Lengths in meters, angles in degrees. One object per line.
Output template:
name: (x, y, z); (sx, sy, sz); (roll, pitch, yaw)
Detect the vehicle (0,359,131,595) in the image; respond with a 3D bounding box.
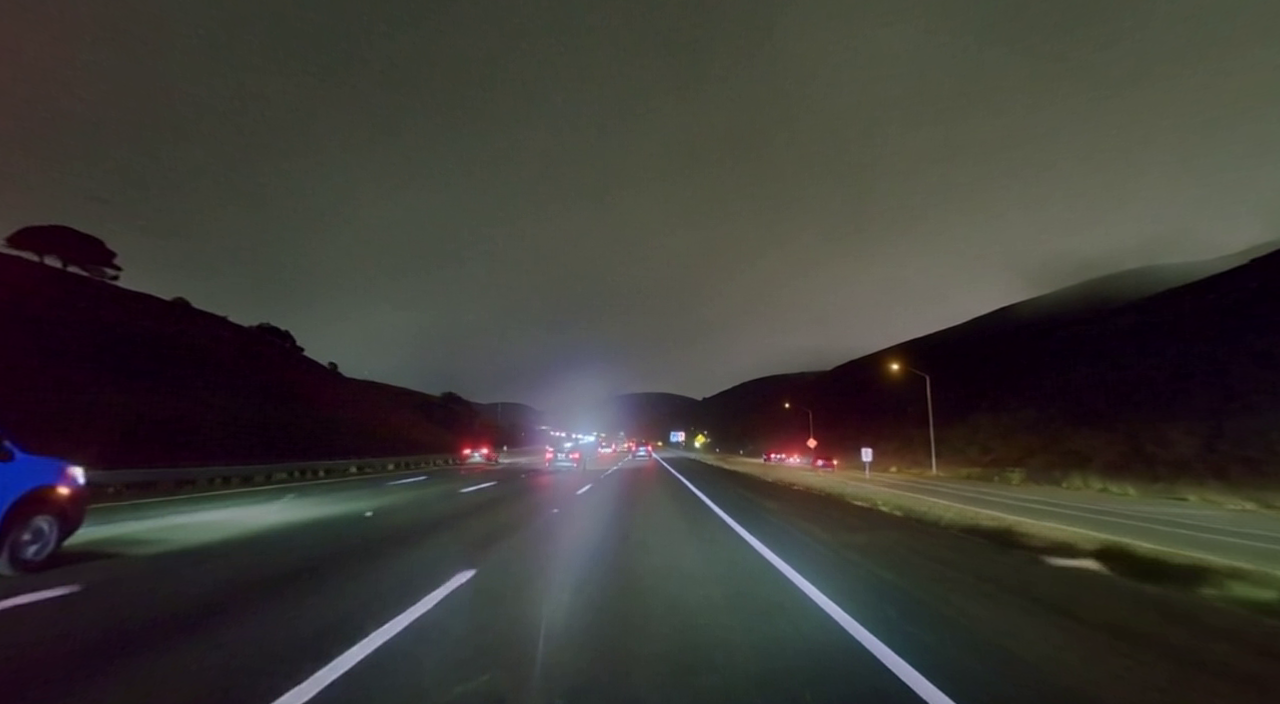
vehicle: (-7.077, 0.930, 4.281); (2.437, 2.135, 5.643); (0, -8, 1)

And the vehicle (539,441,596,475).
vehicle: (-3.375, 5.020, 30.188); (2.080, 1.505, 4.649); (0, -8, 1)

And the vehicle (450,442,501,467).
vehicle: (-10.625, 6.631, 41.094); (1.945, 1.466, 4.947); (0, -8, 1)
